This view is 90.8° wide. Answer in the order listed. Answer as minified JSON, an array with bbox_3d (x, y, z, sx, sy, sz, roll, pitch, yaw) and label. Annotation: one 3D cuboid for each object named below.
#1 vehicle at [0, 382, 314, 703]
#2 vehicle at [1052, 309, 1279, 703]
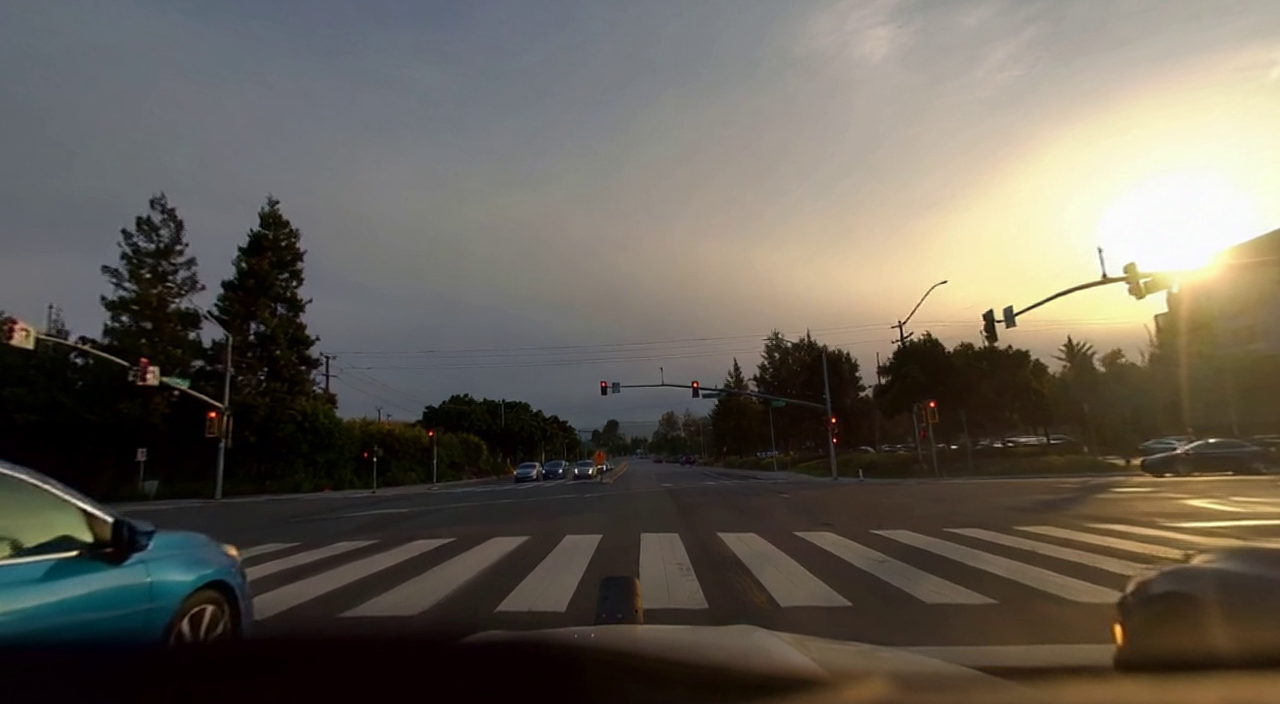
[{"bbox_3d":[-2.995,0.852,1.906,1.969,1.513,3.773,0,-9,0],"label":"vehicle"},{"bbox_3d":[2.873,0.515,0.457,2.099,1.671,4.491,0,-9,0],"label":"vehicle"}]
